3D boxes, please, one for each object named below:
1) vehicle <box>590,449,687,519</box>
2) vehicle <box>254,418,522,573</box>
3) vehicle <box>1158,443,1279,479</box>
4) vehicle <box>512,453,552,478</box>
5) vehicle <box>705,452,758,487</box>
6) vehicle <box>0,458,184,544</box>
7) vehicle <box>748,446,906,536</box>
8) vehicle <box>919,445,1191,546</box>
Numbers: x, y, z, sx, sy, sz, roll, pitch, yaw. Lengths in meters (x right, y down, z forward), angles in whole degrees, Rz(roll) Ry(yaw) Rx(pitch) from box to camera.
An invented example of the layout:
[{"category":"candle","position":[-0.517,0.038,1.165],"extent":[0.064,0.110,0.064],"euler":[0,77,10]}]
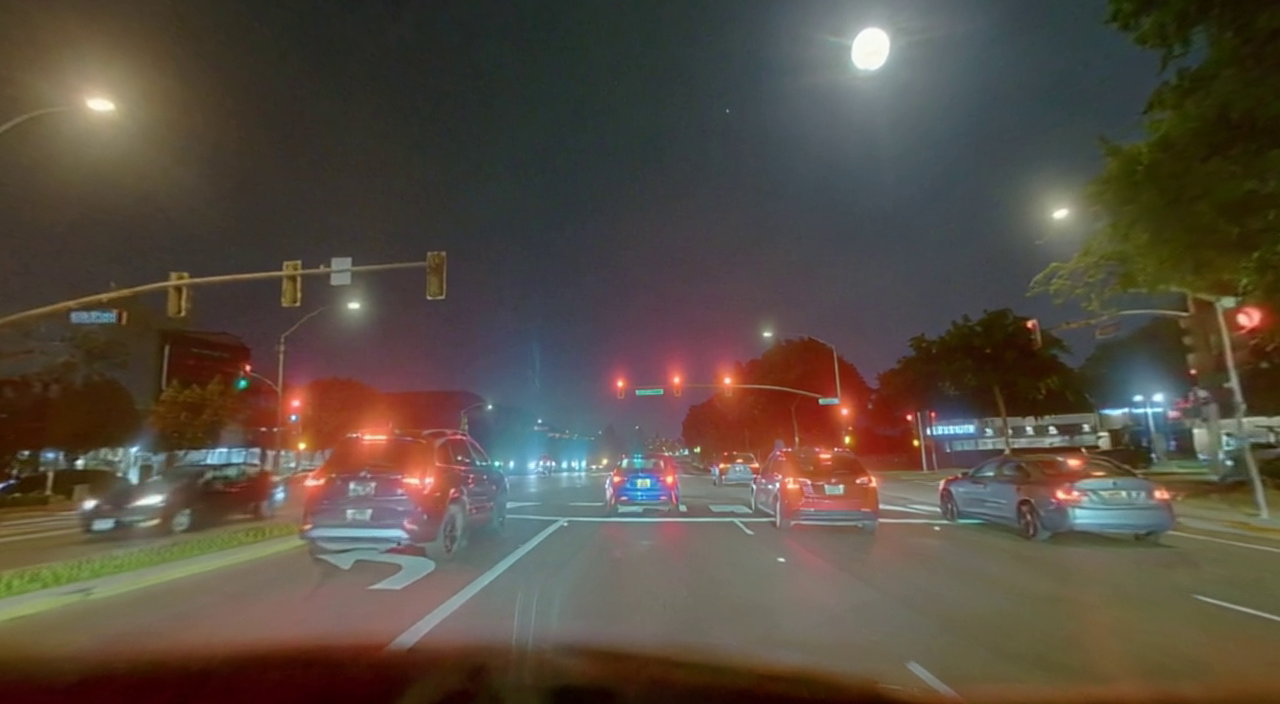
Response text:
[{"category":"vehicle","position":[-0.016,3.165,15.693],"extent":[2.098,1.477,3.897],"euler":[0,-8,0]},{"category":"vehicle","position":[-3.478,2.086,10.126],"extent":[2.160,1.823,5.115],"euler":[0,-8,0]},{"category":"vehicle","position":[30.291,5.652,32.925],"extent":[4.581,1.765,1.943],"euler":[-1,-8,7]},{"category":"vehicle","position":[-7.693,8.078,45.354],"extent":[1.962,1.639,4.259],"euler":[-1,-8,3]},{"category":"vehicle","position":[4.264,5.516,30.016],"extent":[1.888,1.472,4.528],"euler":[0,-8,0]},{"category":"vehicle","position":[-12.606,3.095,13.723],"extent":[1.912,1.477,4.398],"euler":[-1,-8,4]},{"category":"vehicle","position":[3.570,2.704,12.949],"extent":[2.020,1.513,4.120],"euler":[0,-8,1]},{"category":"vehicle","position":[7.369,2.540,12.003],"extent":[2.004,1.508,4.646],"euler":[0,-8,0]}]
